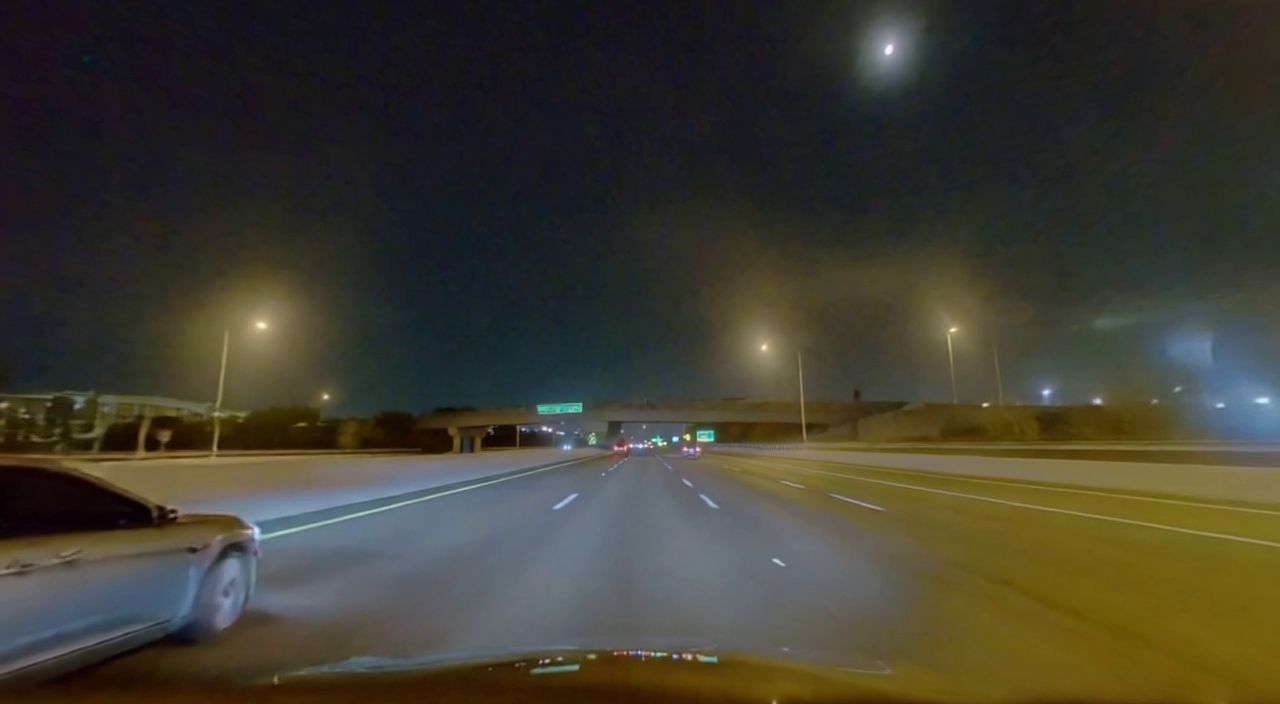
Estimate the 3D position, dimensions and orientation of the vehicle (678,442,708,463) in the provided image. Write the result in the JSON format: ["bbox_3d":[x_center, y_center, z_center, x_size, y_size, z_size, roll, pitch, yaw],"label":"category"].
[{"bbox_3d":[4.125,7.939,49.927,1.949,1.515,4.374,0,-8,-1],"label":"vehicle"}]
